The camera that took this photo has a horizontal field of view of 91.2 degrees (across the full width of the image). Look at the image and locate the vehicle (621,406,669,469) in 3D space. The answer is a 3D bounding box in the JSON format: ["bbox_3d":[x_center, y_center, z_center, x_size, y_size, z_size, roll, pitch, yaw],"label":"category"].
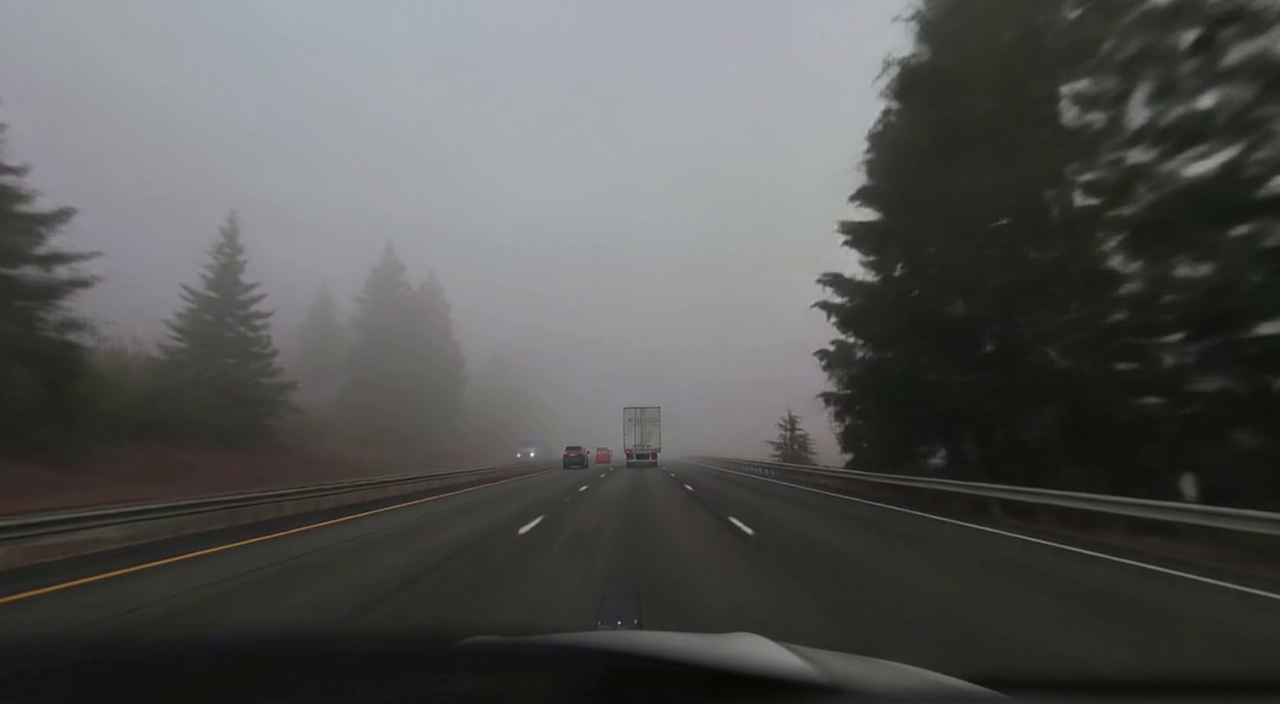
[{"bbox_3d":[0.278,6.402,46.134,3.100,4.091,10.664,0,-9,0],"label":"vehicle"}]

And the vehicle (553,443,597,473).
[{"bbox_3d":[-3.684,6.128,36.354,2.112,1.645,4.129,0,-9,0],"label":"vehicle"}]
